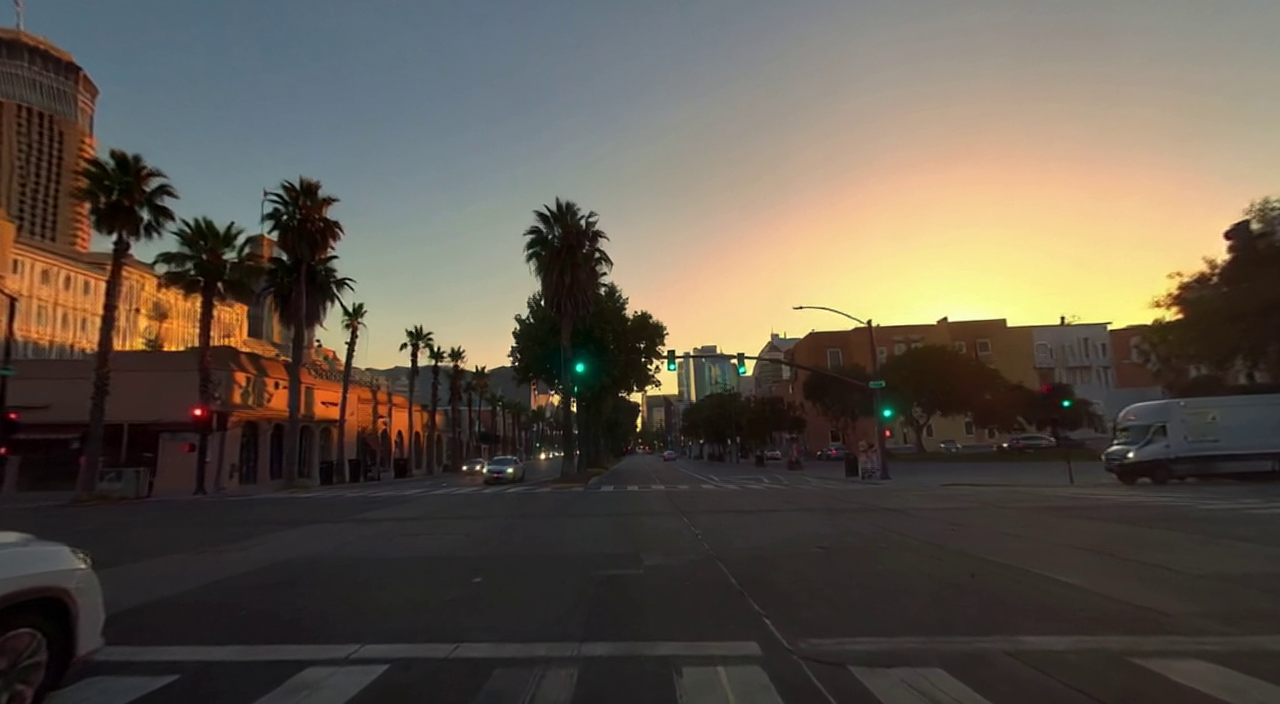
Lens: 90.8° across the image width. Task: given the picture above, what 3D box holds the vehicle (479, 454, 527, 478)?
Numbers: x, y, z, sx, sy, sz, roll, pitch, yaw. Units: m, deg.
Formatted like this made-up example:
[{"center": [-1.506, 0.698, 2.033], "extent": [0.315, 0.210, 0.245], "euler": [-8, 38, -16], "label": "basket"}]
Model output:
[{"center": [-8.876, 7.416, 41.343], "extent": [2.095, 1.482, 4.523], "euler": [0, -9, 0], "label": "vehicle"}]

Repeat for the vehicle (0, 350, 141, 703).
[{"center": [-3.574, 0.594, 0.868], "extent": [2.026, 1.723, 4.832], "euler": [1, -9, -4], "label": "vehicle"}]

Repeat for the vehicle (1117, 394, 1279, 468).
[{"center": [32.663, 4.595, 35.784], "extent": [2.863, 3.609, 10.252], "euler": [0, -8, -3], "label": "vehicle"}]
